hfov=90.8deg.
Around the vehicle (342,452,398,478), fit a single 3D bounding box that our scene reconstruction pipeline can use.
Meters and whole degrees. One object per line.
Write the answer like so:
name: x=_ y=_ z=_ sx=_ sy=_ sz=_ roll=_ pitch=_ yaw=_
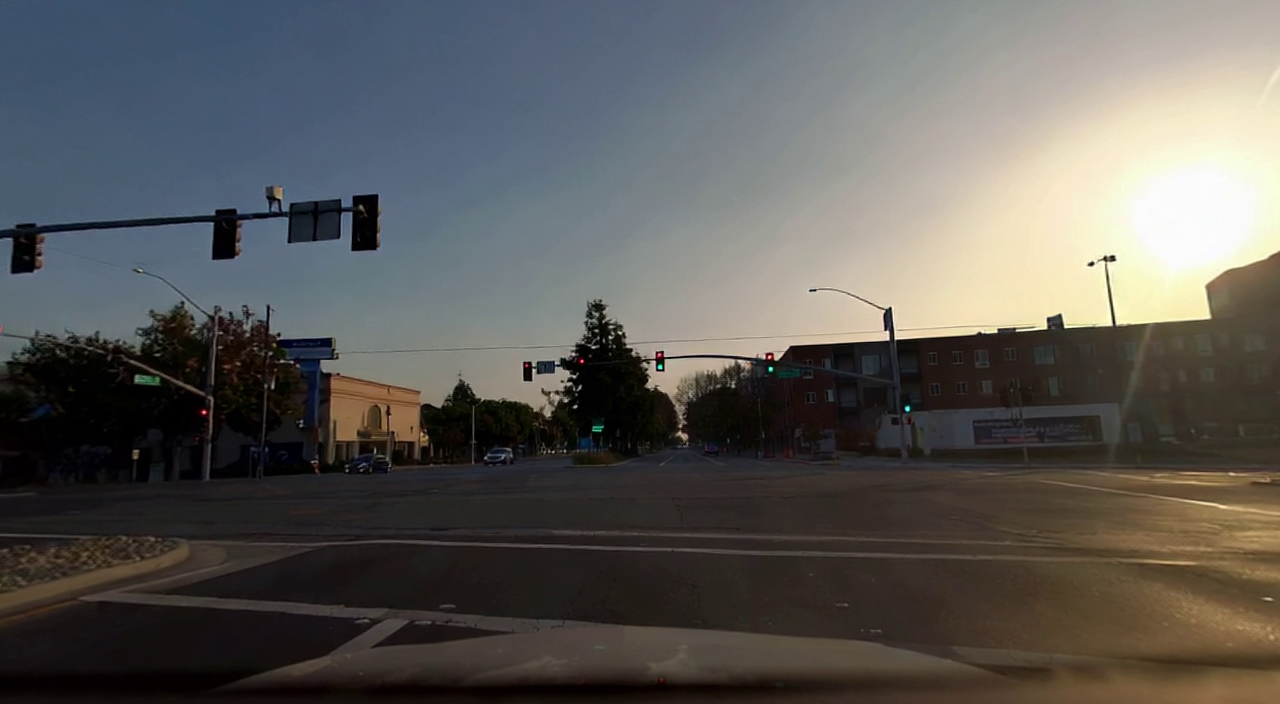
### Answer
vehicle: x=-18.830 y=7.854 z=44.255 sx=1.933 sy=1.664 sz=4.255 roll=0 pitch=-9 yaw=1
